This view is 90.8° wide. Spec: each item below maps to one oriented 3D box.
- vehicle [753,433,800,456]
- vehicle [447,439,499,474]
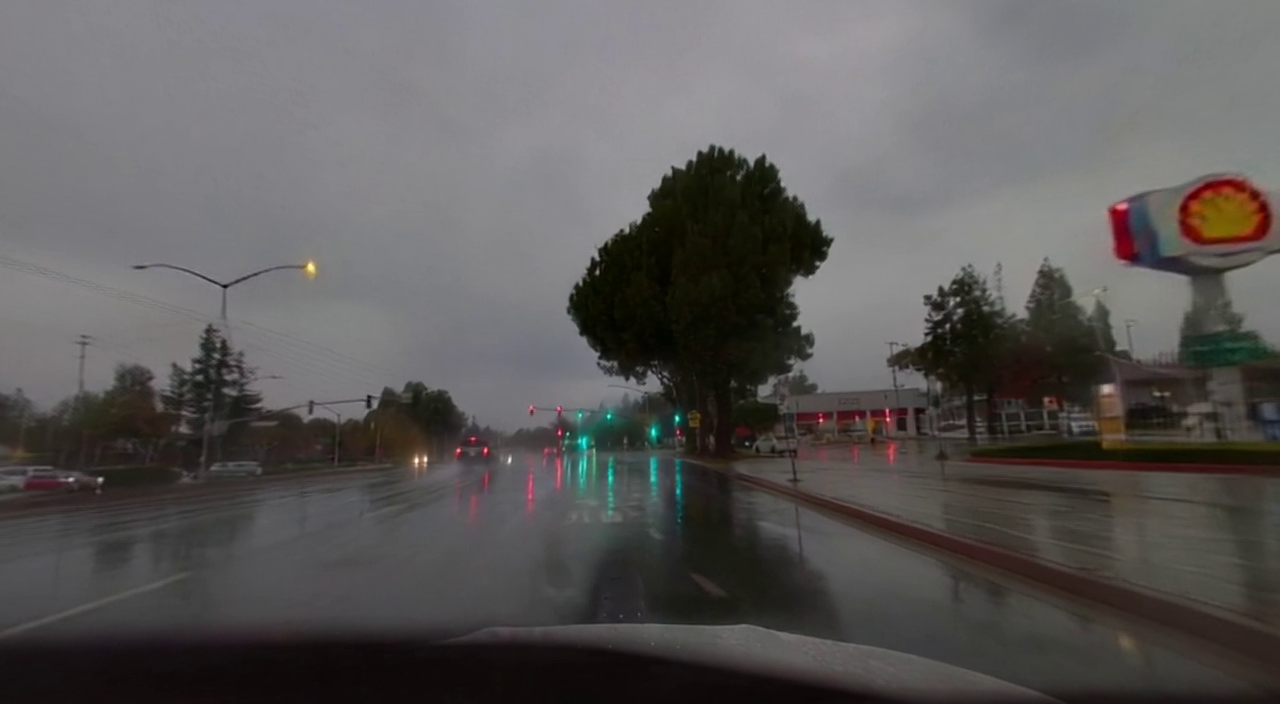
[{"bbox_3d":[9.660,6.597,45.050,2.076,1.505,4.770,-1,-8,-2],"label":"vehicle"},{"bbox_3d":[-9.128,5.743,34.867,1.985,1.772,4.479,0,-9,-5],"label":"vehicle"}]
